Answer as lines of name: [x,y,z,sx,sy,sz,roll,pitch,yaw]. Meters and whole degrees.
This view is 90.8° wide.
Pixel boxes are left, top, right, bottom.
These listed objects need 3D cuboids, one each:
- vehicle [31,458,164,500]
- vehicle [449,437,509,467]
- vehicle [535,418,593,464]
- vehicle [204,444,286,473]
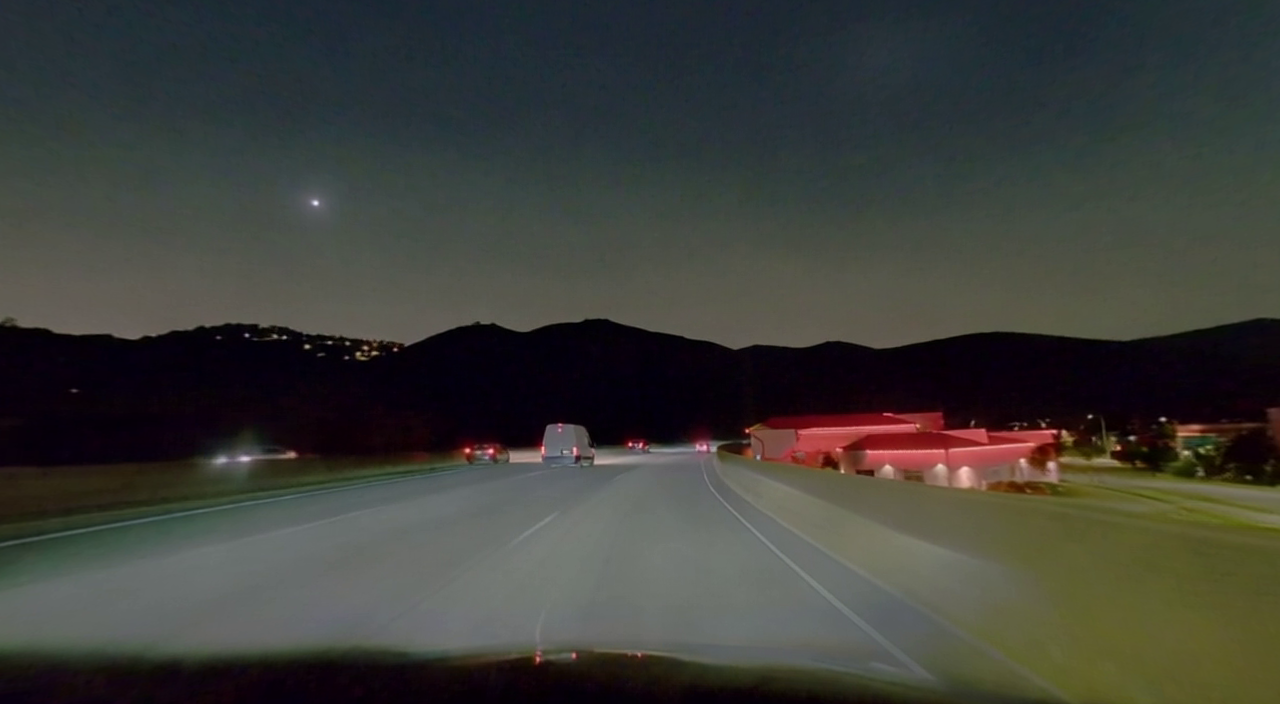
vehicle: [-21.331,4.970,25.060,1.764,1.429,3.851,0,-8,2]
vehicle: [-8.769,5.498,34.825,1.821,1.524,4.342,-1,-8,6]
vehicle: [-4.784,5.761,40.909,2.314,2.703,6.441,-1,-8,6]
vehicle: [-25.268,6.810,40.659,2.042,1.739,4.580,-1,-8,4]
